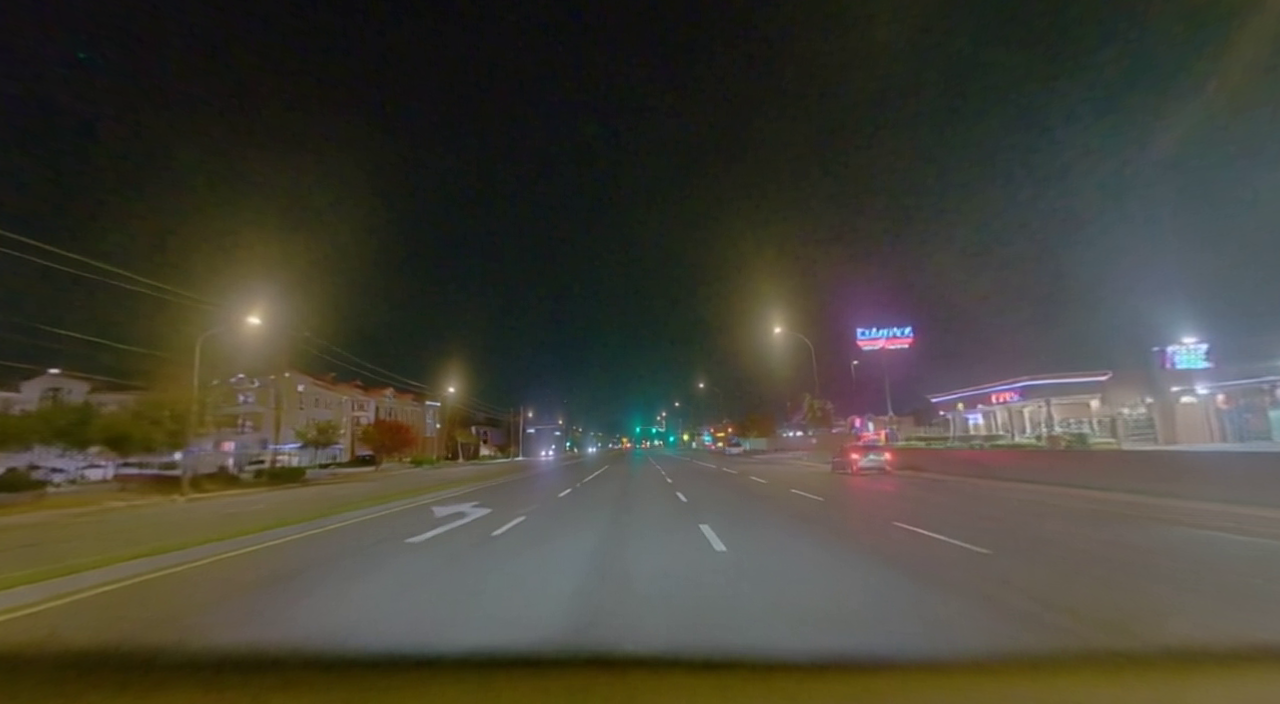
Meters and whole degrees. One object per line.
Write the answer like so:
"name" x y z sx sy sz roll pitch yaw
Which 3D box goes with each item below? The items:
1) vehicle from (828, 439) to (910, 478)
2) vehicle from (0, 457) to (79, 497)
"vehicle" 10.136 4.728 28.361 1.886 1.556 4.513 0 -8 -2
"vehicle" -34.849 7.175 36.204 2.341 2.080 5.408 3 -11 -23
